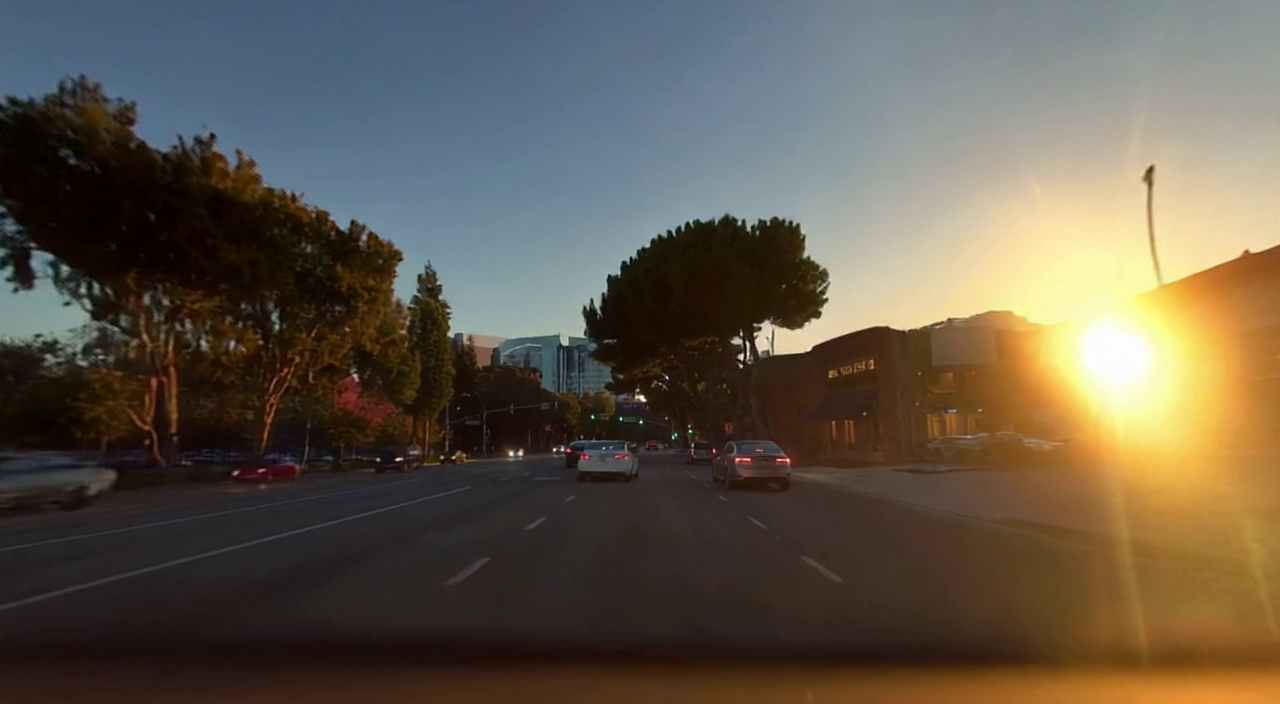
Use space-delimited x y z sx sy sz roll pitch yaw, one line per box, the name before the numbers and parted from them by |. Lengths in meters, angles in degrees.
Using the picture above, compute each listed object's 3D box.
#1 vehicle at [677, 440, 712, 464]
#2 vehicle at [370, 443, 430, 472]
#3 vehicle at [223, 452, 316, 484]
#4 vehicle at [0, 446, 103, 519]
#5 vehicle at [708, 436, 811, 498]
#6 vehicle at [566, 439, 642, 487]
vehicle | 3.589 6.669 42.214 1.913 1.463 4.198 0 -8 -1
vehicle | -15.289 6.714 40.362 1.957 1.732 4.568 -1 -8 1
vehicle | -19.277 6.014 33.094 1.984 1.481 4.752 0 -8 1
vehicle | -15.565 3.083 15.011 1.863 1.658 4.078 0 -8 1
vehicle | 3.138 3.106 17.490 1.948 1.474 4.360 0 -8 -1
vehicle | -1.077 3.610 20.840 1.971 1.433 3.923 -1 -8 4
